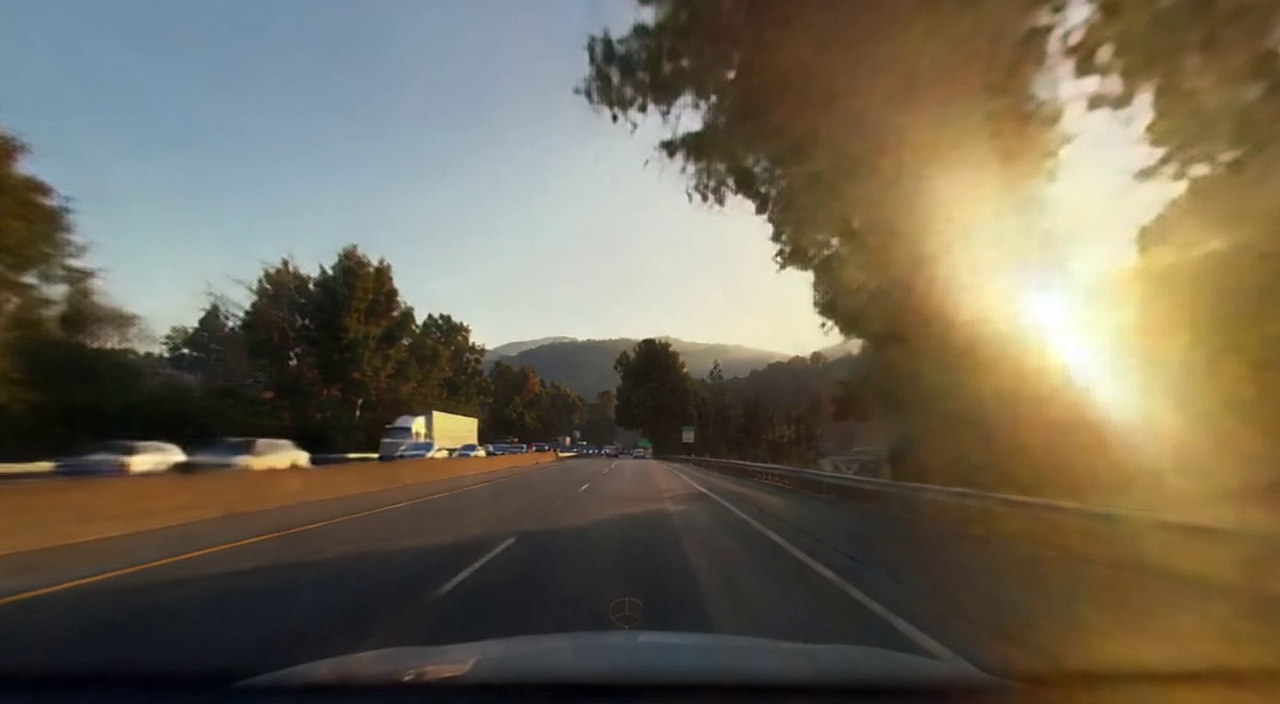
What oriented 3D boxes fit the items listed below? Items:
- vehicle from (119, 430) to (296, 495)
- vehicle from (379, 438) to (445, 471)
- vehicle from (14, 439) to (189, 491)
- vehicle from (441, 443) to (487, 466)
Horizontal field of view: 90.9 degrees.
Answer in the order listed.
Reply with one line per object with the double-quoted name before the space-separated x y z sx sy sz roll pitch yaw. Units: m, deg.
"vehicle" -12.738 3.285 19.042 2.007 1.684 4.613 0 -9 0
"vehicle" -12.717 5.742 35.442 1.932 1.742 4.577 0 -9 1
"vehicle" -17.068 3.583 20.308 1.955 1.476 4.119 0 -9 0
"vehicle" -12.456 7.305 44.910 1.995 1.557 4.654 0 -9 0
